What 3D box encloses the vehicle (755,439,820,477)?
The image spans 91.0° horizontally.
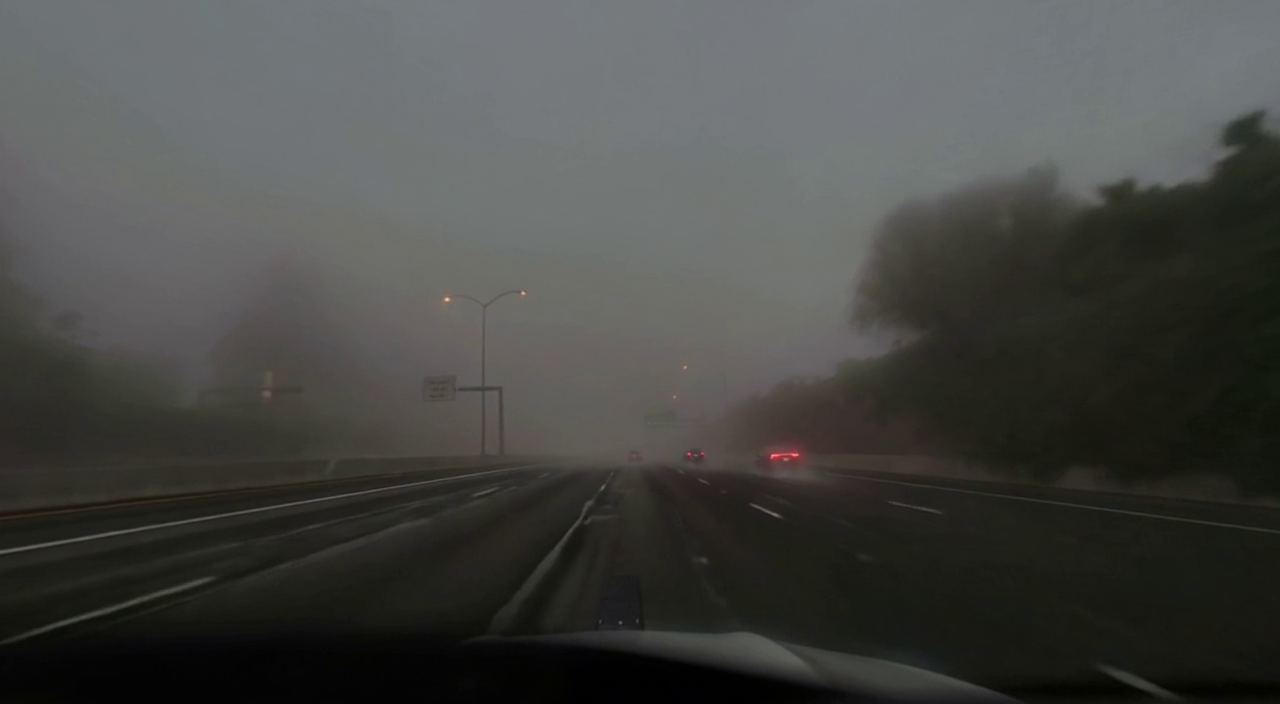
[{"bbox_3d":[7.432,5.377,32.214,2.167,1.781,4.340,0,-9,-1],"label":"vehicle"}]
